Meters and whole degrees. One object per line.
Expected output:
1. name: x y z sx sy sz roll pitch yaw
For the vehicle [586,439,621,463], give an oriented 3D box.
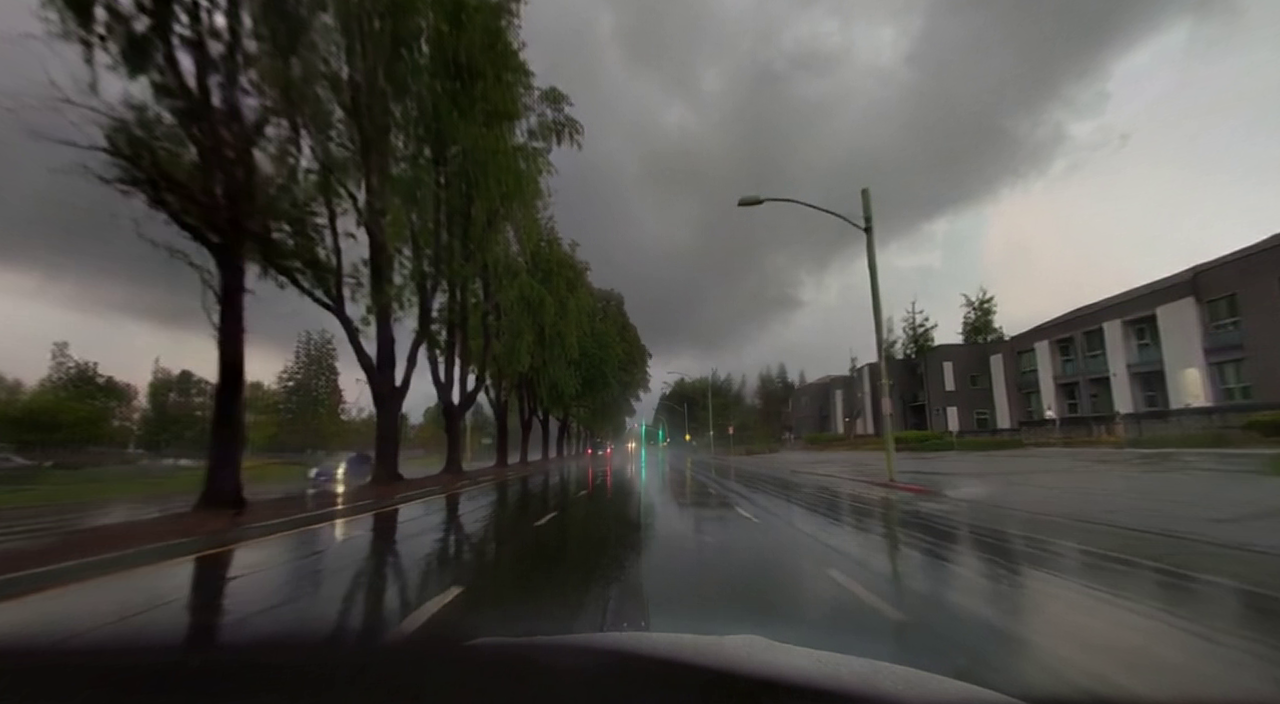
1. vehicle: -2.720 7.519 47.990 2.283 1.716 4.395 0 -8 1
